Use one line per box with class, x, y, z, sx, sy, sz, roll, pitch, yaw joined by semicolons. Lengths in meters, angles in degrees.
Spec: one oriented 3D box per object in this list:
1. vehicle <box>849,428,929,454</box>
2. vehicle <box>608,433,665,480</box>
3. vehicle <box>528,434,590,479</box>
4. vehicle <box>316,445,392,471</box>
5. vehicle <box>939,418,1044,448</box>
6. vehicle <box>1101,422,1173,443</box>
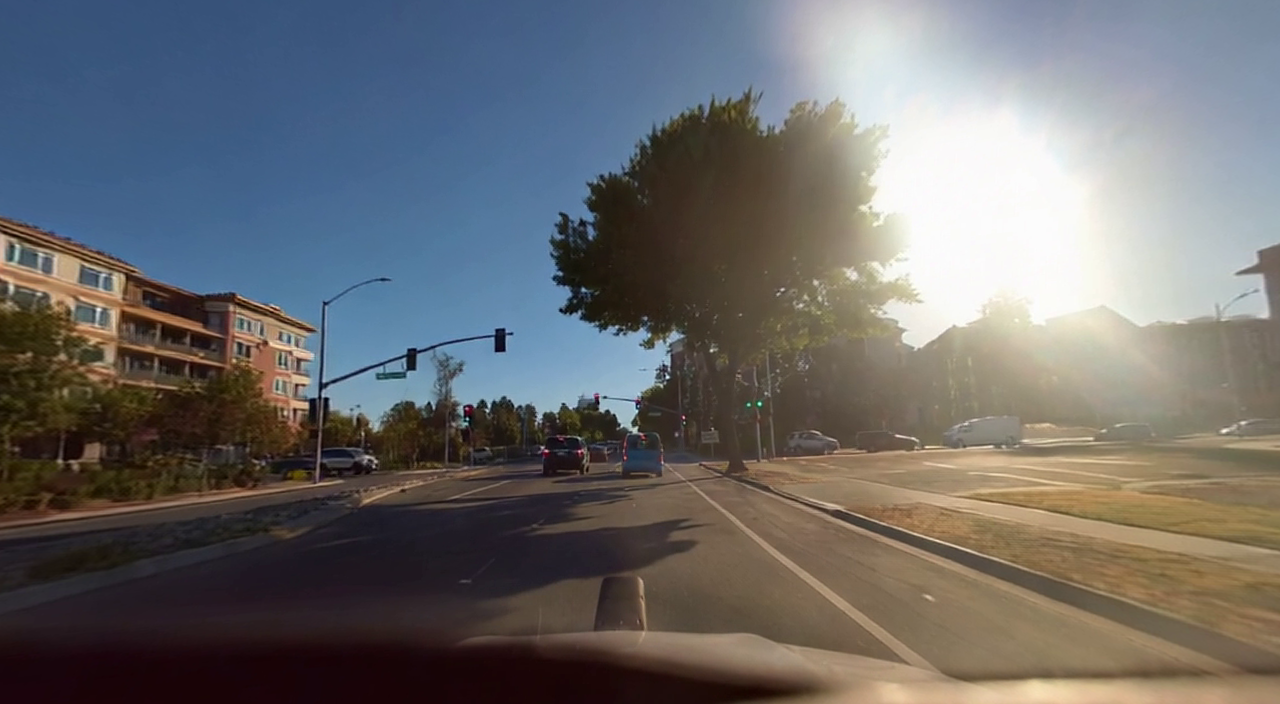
vehicle;18.031;6.491;45.861;4.932;1.827;2.031;0;-8;-4
vehicle;-0.147;4.206;25.815;2.088;1.735;4.801;0;-8;-1
vehicle;-3.364;4.442;27.195;2.097;1.755;4.336;0;-8;0
vehicle;-20.967;7.789;46.455;4.521;1.753;2.148;2;-9;1
vehicle;25.901;6.018;46.736;6.325;2.155;2.457;0;-8;-3
vehicle;37.010;6.010;47.097;3.873;1.546;1.842;1;-8;-5
